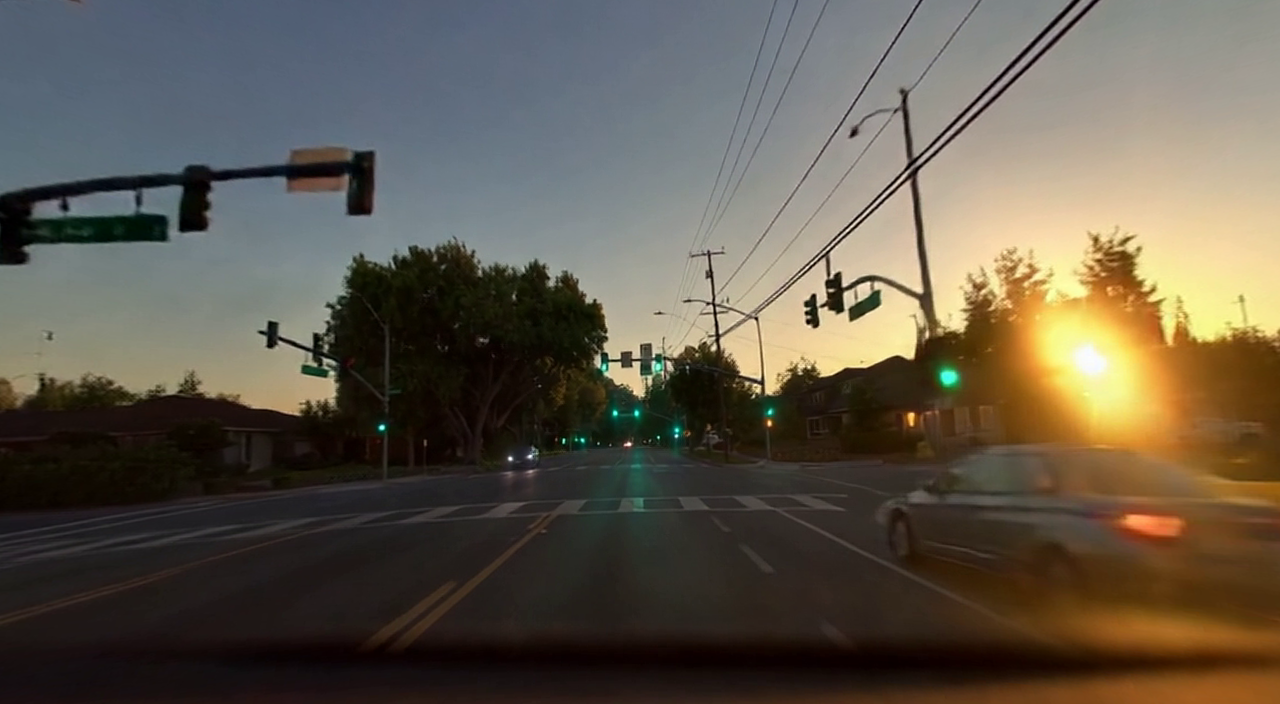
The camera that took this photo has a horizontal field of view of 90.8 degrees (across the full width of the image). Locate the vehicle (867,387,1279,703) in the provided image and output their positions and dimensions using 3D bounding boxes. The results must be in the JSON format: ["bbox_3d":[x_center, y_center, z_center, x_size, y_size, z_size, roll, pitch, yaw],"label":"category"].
[{"bbox_3d":[3.788,1.337,5.506,1.900,1.661,4.346,1,-8,-1],"label":"vehicle"}]
